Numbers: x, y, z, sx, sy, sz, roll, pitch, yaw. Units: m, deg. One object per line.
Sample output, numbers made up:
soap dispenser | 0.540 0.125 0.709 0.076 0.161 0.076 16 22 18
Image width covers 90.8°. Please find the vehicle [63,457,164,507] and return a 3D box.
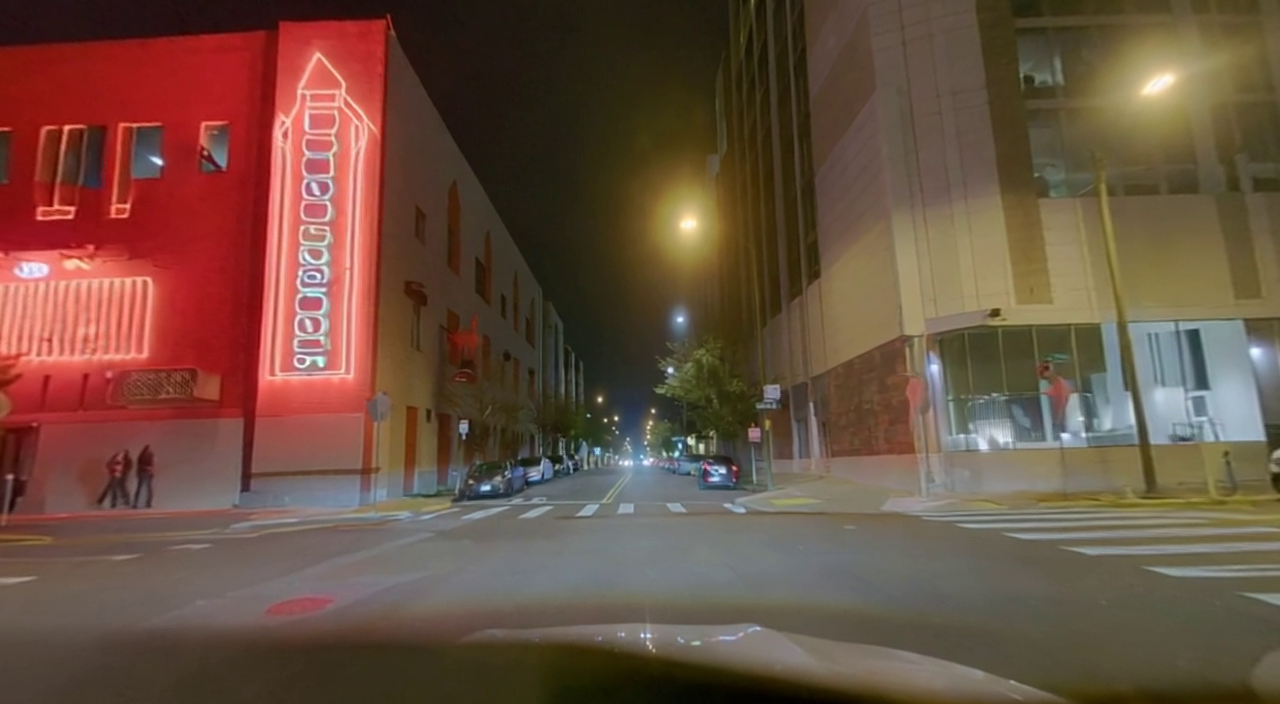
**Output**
vehicle | -27.364 6.704 33.025 1.665 1.432 4.120 10 0 -1

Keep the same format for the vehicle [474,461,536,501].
vehicle | -5.609 5.405 26.790 1.864 1.447 3.887 0 -9 -2

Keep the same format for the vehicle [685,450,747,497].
vehicle | 2.961 4.844 25.584 1.917 1.680 4.500 0 -9 0
